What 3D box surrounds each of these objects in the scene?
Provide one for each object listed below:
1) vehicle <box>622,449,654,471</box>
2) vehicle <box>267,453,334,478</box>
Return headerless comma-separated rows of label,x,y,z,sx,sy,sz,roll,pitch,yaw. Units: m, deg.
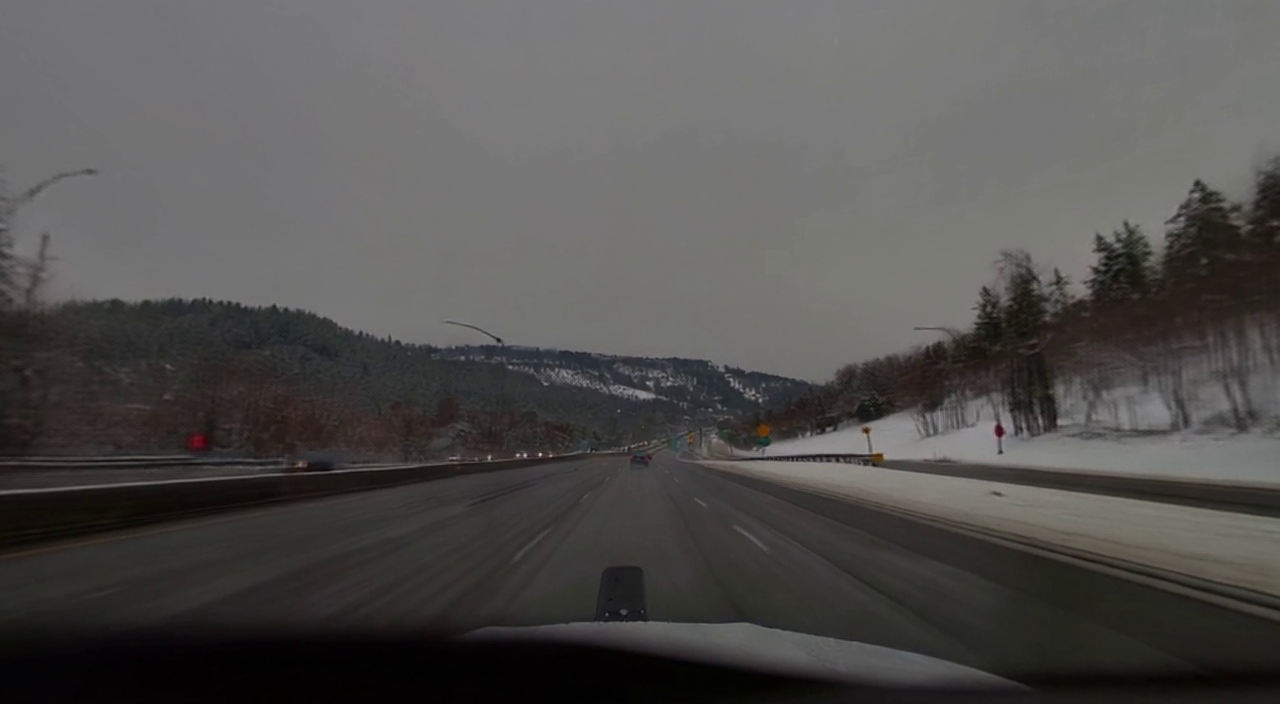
vehicle,-0.182,7.758,45.664,2.193,1.497,4.337,0,-9,-1
vehicle,-22.737,7.591,42.441,1.891,1.572,4.543,0,-9,2
